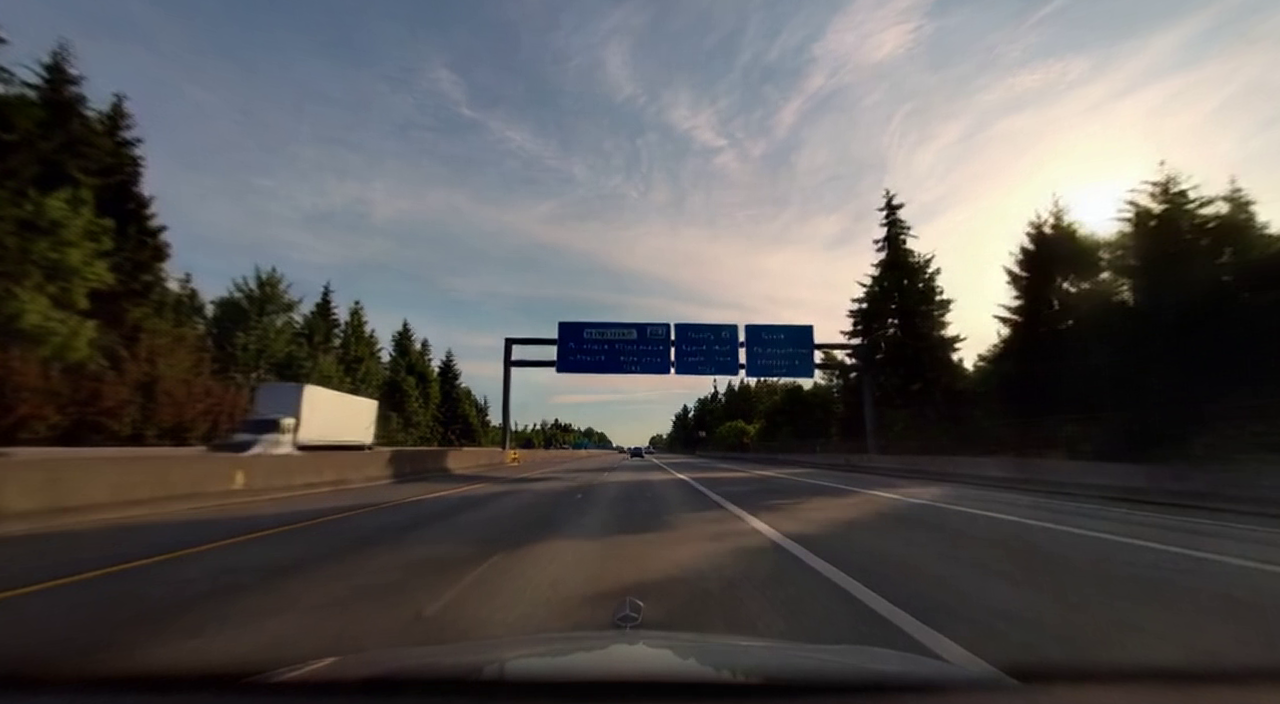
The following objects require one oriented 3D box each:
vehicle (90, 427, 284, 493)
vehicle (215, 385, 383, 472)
[{"bbox_3d":[-11.623,2.812,16.629,1.933,1.477,4.317,0,-9,-1],"label":"vehicle"},{"bbox_3d":[-16.083,3.920,30.917,2.937,3.597,9.388,0,-9,0],"label":"vehicle"}]
